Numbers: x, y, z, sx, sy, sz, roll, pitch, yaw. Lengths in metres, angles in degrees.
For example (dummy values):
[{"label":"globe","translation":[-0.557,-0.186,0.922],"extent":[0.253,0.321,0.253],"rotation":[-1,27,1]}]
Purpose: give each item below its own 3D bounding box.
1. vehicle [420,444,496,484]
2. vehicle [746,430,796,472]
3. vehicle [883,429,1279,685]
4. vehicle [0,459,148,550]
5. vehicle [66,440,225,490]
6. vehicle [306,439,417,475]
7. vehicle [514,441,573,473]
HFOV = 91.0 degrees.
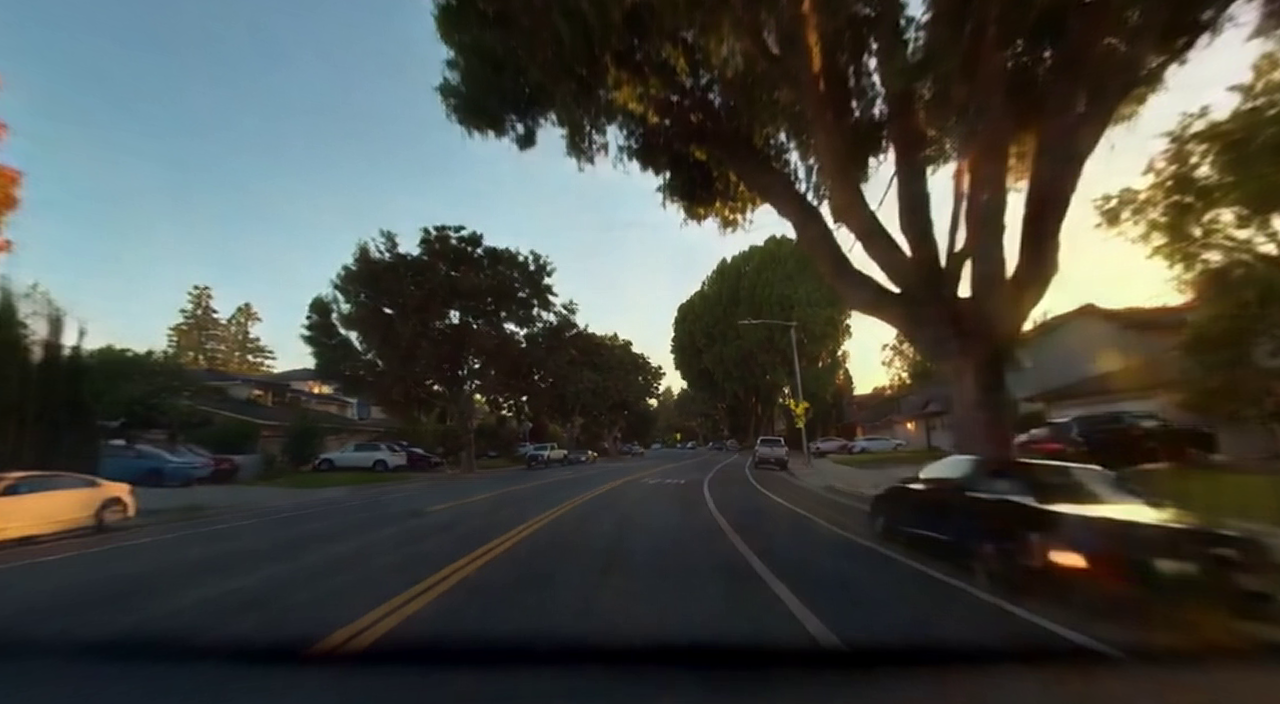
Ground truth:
[{"label":"vehicle","translation":[-9.270,5.733,32.489],"extent":[2.105,1.776,4.657],"rotation":[-4,-9,7]},{"label":"vehicle","translation":[7.732,5.852,37.390],"extent":[2.574,2.156,6.672],"rotation":[-3,-9,11]},{"label":"vehicle","translation":[4.226,1.586,6.023],"extent":[1.996,1.466,4.458],"rotation":[3,-8,-1]},{"label":"vehicle","translation":[-11.670,2.838,11.444],"extent":[2.091,1.461,4.058],"rotation":[-5,-13,1]},{"label":"vehicle","translation":[-19.025,4.305,24.329],"extent":[4.610,1.714,2.160],"rotation":[0,-9,10]},{"label":"vehicle","translation":[-15.462,5.808,35.112],"extent":[5.192,1.915,2.200],"rotation":[-1,-8,9]},{"label":"vehicle","translation":[-6.837,7.516,45.276],"extent":[2.450,1.998,5.367],"rotation":[-5,-9,10]}]
